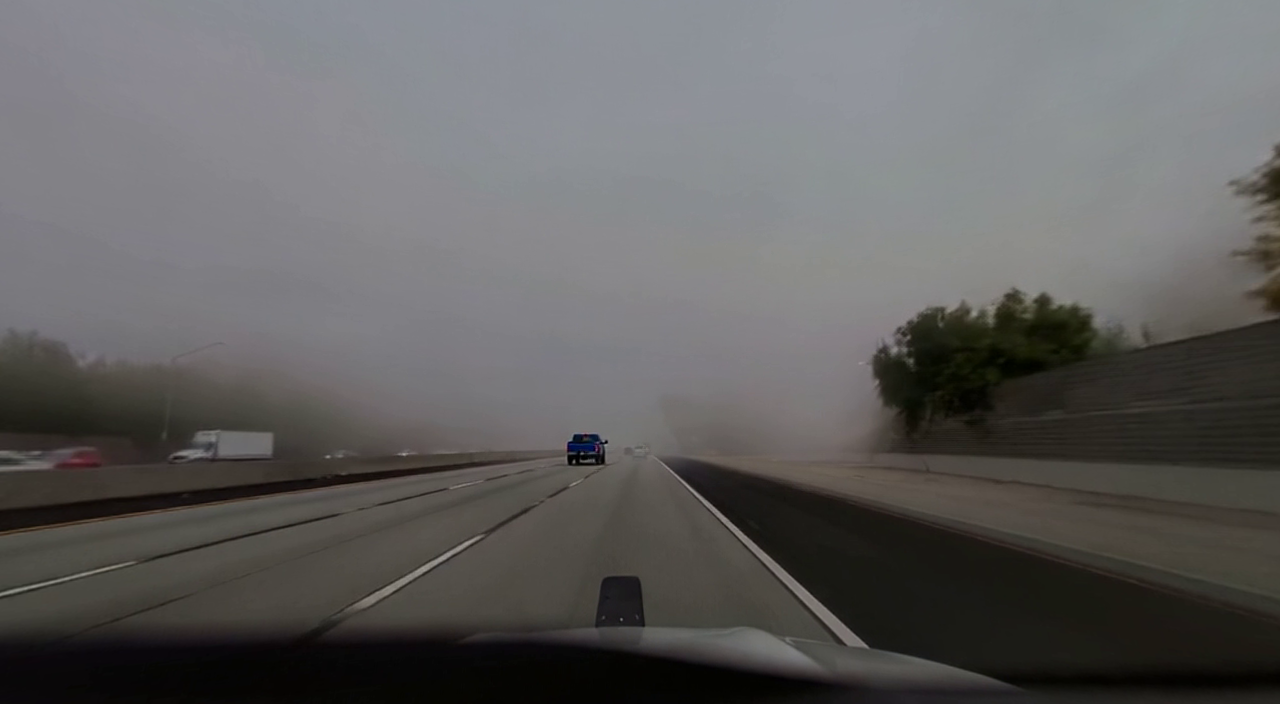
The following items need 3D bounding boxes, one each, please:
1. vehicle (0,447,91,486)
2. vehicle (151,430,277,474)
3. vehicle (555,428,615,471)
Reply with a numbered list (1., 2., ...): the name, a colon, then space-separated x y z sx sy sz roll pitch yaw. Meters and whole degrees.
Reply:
1. vehicle: -25.709 4.700 26.045 1.916 1.489 4.504 0 -8 1
2. vehicle: -32.889 7.799 49.390 2.834 3.063 9.925 0 -8 1
3. vehicle: -2.920 5.426 35.218 2.604 2.170 6.271 0 -8 1
